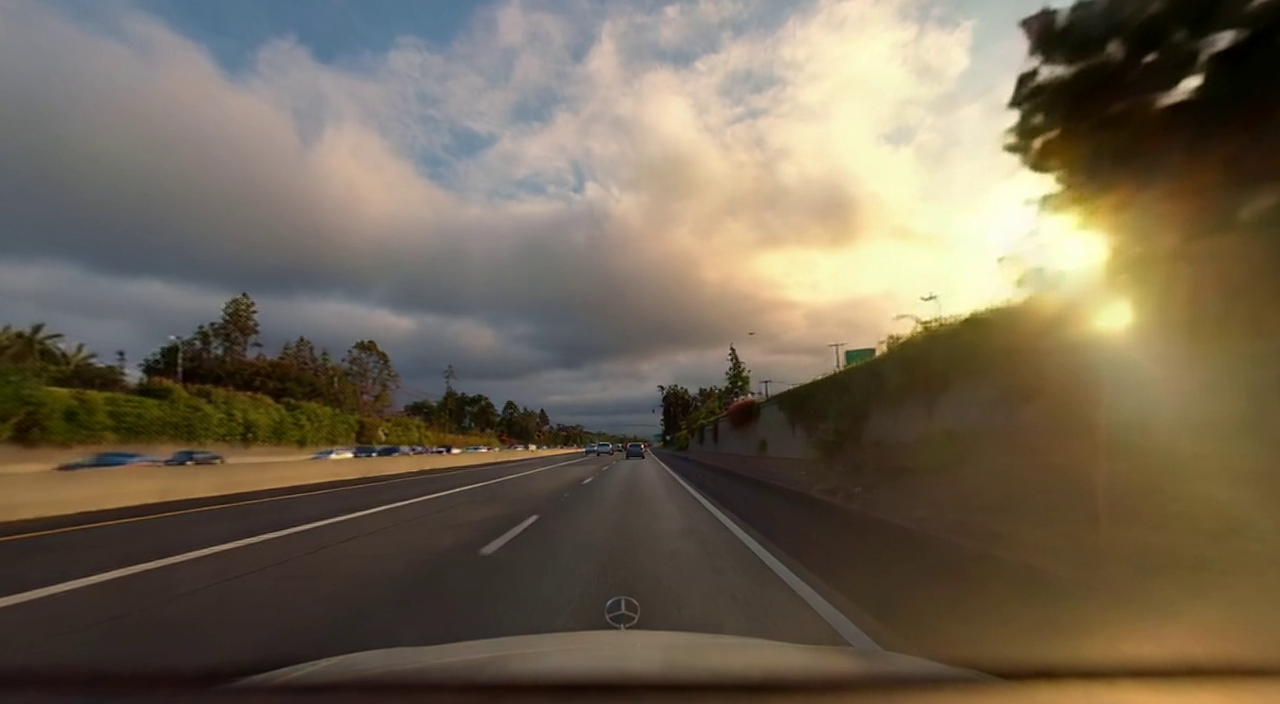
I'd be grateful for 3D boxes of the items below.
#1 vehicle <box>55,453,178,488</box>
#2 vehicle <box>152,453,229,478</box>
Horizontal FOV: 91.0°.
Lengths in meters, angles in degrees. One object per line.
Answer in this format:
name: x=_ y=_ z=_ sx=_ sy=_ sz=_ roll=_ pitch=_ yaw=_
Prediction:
vehicle: x=-26.033 y=5.882 z=31.561 sx=2.033 sy=1.555 sz=4.737 roll=0 pitch=-9 yaw=1
vehicle: x=-29.908 y=7.565 z=42.119 sx=1.835 sy=1.532 sz=4.481 roll=0 pitch=-9 yaw=0
